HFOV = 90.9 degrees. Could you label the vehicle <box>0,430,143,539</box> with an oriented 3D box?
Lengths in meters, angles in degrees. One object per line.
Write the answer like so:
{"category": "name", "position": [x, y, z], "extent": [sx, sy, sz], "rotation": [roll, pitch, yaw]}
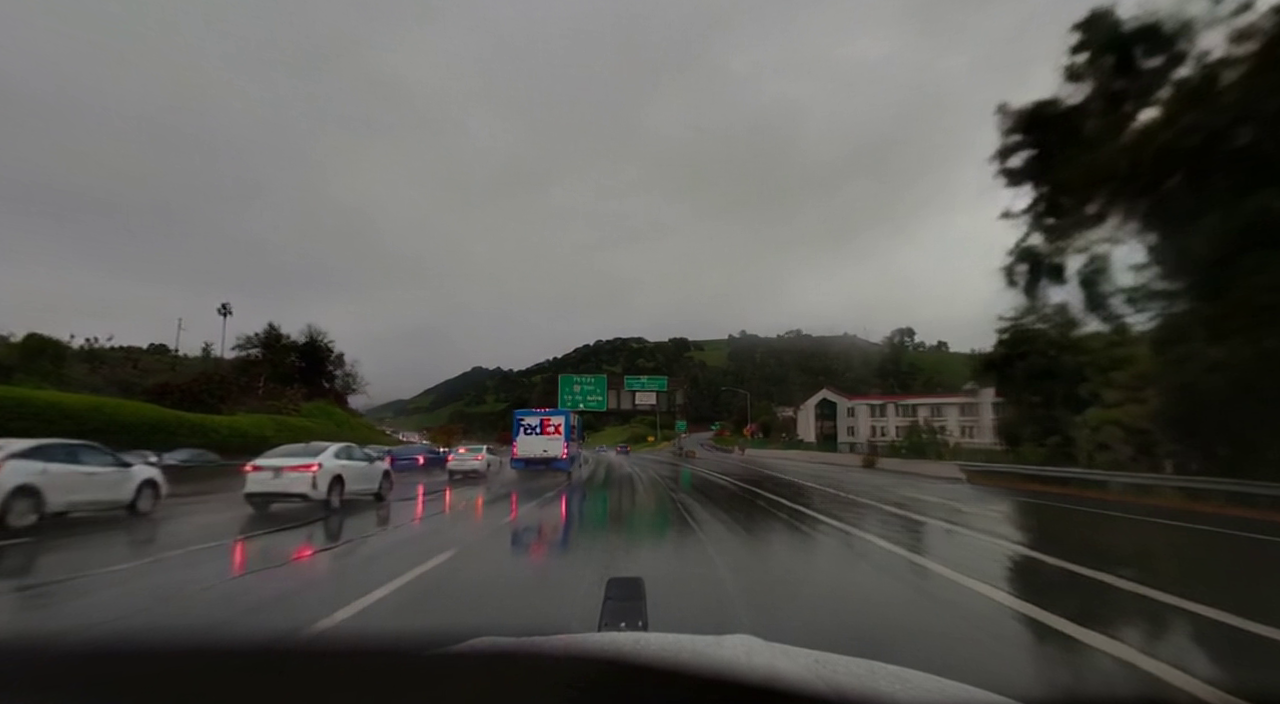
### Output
{"category": "vehicle", "position": [-11.679, 2.272, 10.966], "extent": [2.188, 1.784, 4.724], "rotation": [0, -8, 0]}

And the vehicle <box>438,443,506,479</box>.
{"category": "vehicle", "position": [-8.214, 5.338, 31.285], "extent": [2.143, 1.628, 4.559], "rotation": [0, -8, 0]}

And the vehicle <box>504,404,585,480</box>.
{"category": "vehicle", "position": [-4.388, 4.388, 30.739], "extent": [2.798, 3.212, 7.573], "rotation": [0, -8, 0]}

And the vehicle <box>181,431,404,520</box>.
{"category": "vehicle", "position": [-7.859, 2.829, 15.091], "extent": [2.461, 1.767, 4.991], "rotation": [0, -8, 0]}
